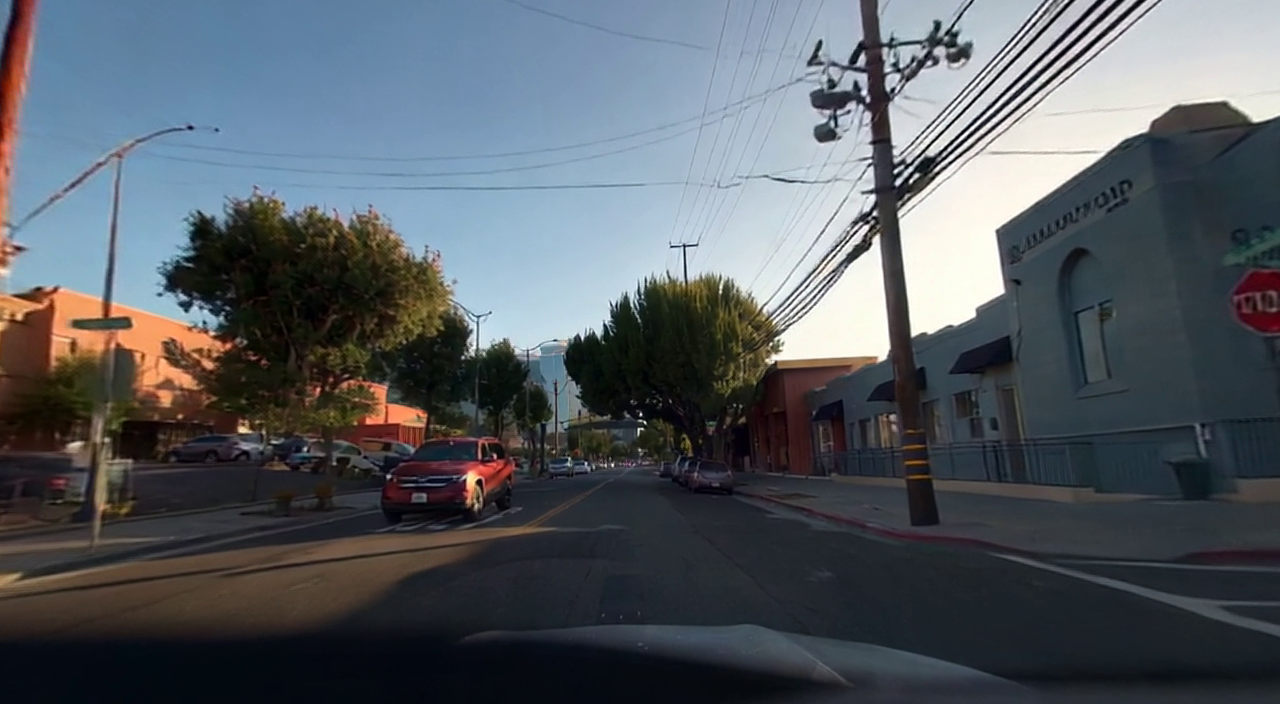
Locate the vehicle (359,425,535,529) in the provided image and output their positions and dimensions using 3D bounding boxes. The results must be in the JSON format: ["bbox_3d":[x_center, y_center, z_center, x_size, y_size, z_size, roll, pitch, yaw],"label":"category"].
[{"bbox_3d":[-4.110,2.751,14.593,2.495,1.966,4.846,0,-8,0],"label":"vehicle"}]

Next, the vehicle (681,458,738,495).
[{"bbox_3d":[2.893,5.293,27.106,1.877,1.373,3.854,0,-8,-2],"label":"vehicle"}]

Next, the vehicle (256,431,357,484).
[{"bbox_3d":[-18.518,5.809,35.520,2.256,2.668,5.979,-1,-7,2],"label":"vehicle"}]

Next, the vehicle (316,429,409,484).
[{"bbox_3d":[-15.579,5.962,36.011,2.715,2.789,6.225,1,-9,-4],"label":"vehicle"}]

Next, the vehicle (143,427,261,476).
[{"bbox_3d":[-24.450,5.578,35.661,2.288,2.514,5.886,0,-8,1],"label":"vehicle"}]
